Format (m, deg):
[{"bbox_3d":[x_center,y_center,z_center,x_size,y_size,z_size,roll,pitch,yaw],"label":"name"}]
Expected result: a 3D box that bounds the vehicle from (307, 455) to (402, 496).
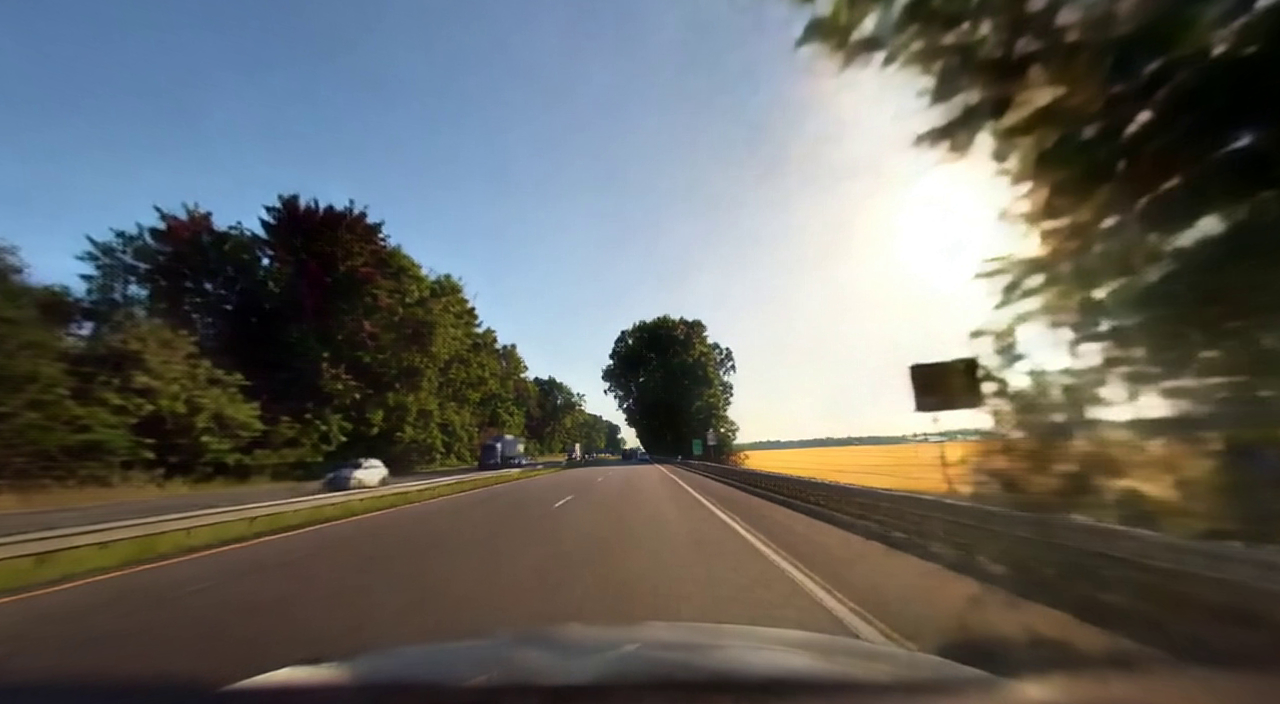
[{"bbox_3d":[-11.840,5.137,26.490,2.091,1.567,3.917,0,-9,0],"label":"vehicle"}]
